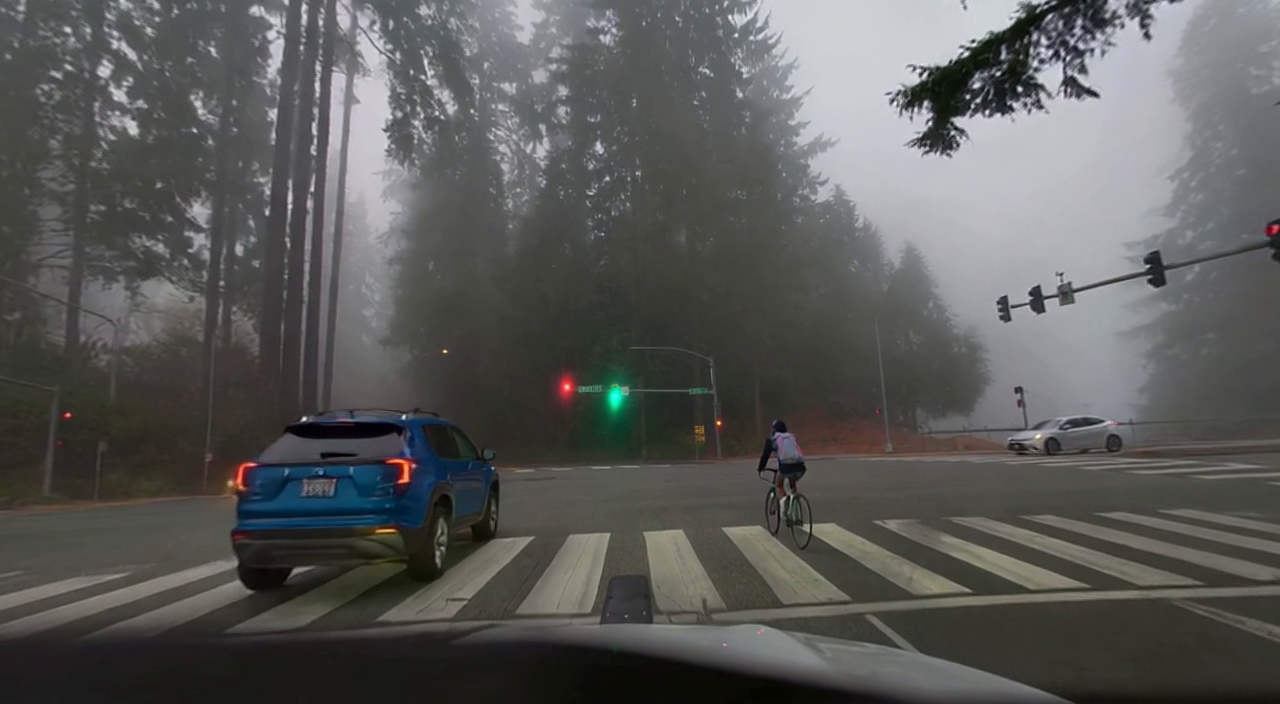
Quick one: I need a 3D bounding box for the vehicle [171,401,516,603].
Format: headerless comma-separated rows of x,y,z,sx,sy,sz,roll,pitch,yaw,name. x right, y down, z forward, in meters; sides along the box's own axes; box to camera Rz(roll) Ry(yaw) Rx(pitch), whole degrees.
-3.059,1.658,7.904,2.049,1.756,4.602,0,-8,0,vehicle

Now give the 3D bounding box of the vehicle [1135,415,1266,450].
25.745,3.748,29.024,4.716,1.507,1.904,2,-9,-11,vehicle

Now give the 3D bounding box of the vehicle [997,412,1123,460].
18.582,3.729,27.996,4.237,1.948,1.997,0,-9,-9,vehicle
